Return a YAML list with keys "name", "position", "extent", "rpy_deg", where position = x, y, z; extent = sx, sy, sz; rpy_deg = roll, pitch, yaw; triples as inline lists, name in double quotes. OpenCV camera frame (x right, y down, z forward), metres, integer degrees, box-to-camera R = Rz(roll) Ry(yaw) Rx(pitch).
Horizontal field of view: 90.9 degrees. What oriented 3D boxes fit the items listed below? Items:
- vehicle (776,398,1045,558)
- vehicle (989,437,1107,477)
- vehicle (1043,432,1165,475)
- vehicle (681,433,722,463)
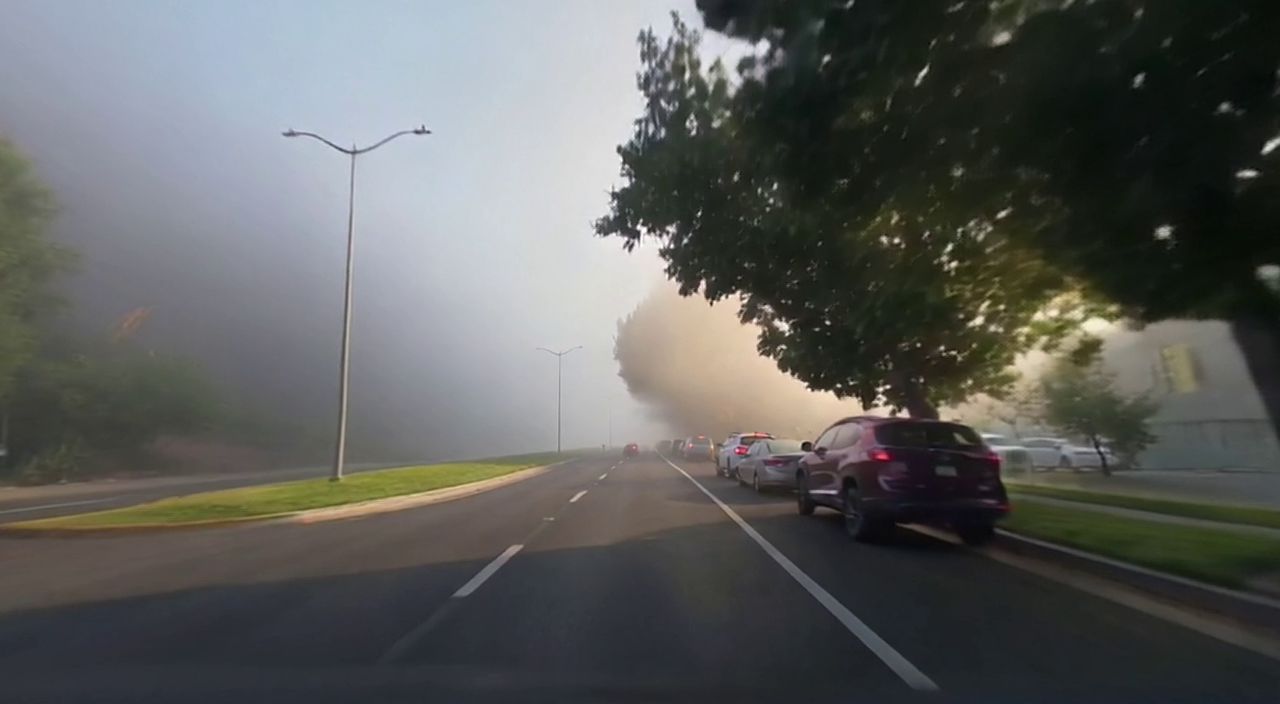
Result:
- name: "vehicle"
  position: [3.620, 1.774, 9.521]
  extent: [2.144, 1.848, 4.159]
  rpy_deg: [0, -8, -1]
- name: "vehicle"
  position: [17.052, 4.400, 26.724]
  extent: [2.036, 1.508, 4.679]
  rpy_deg: [0, -8, 2]
- name: "vehicle"
  position: [19.632, 4.302, 26.959]
  extent: [2.008, 1.582, 4.329]
  rpy_deg: [-3, -8, 3]
- name: "vehicle"
  position: [4.150, 6.563, 43.264]
  extent: [2.226, 1.889, 4.543]
  rpy_deg: [0, -8, -1]
